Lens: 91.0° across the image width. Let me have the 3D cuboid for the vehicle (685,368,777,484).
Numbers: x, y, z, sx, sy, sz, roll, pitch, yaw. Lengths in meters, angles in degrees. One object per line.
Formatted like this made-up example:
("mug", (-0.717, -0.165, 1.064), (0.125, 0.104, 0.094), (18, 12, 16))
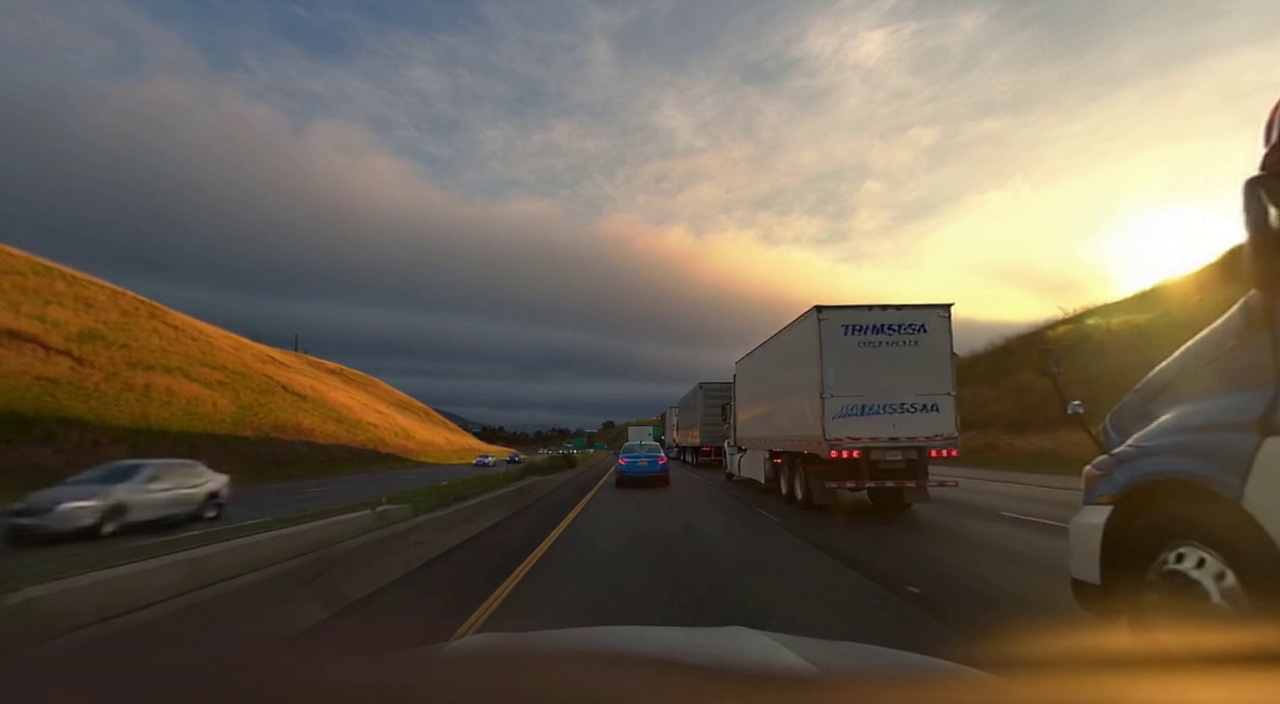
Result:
("vehicle", (3.859, 3.374, 27.941), (3.235, 4.197, 9.908), (-2, -8, 6))

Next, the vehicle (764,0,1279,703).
("vehicle", (4.353, -0.124, 5.252), (3.410, 4.438, 14.410), (0, -8, -1))

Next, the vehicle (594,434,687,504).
("vehicle", (-0.018, 2.860, 15.834), (2.045, 1.507, 3.763), (-1, -8, -1))

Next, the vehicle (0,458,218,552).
("vehicle", (-11.114, 2.976, 12.909), (1.951, 1.464, 4.370), (-1, -8, -1))
